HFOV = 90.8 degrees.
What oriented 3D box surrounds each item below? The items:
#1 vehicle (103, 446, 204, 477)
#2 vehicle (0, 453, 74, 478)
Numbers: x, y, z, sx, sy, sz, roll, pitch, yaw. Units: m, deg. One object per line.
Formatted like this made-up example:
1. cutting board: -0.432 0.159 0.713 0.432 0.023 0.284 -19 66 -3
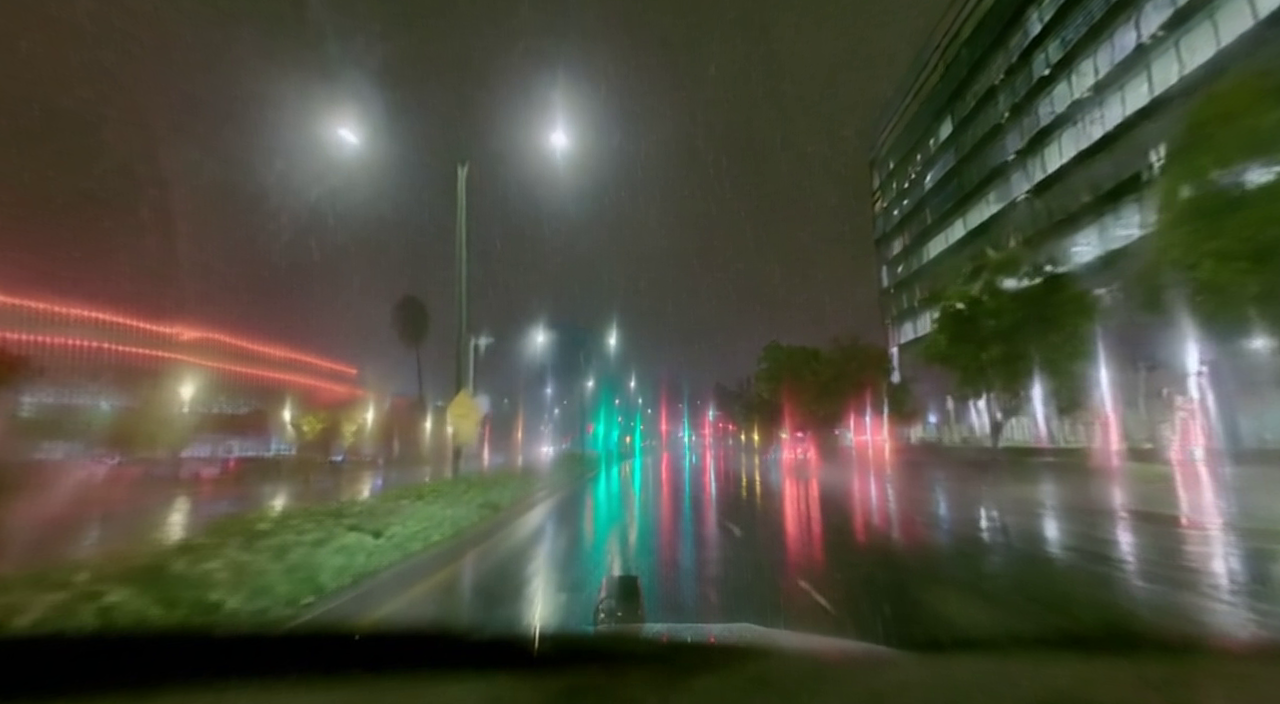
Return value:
1. vehicle: -29.407 6.631 38.298 4.470 1.480 1.989 -4 -10 0
2. vehicle: -40.507 7.532 42.018 4.102 1.543 1.629 0 -9 2
